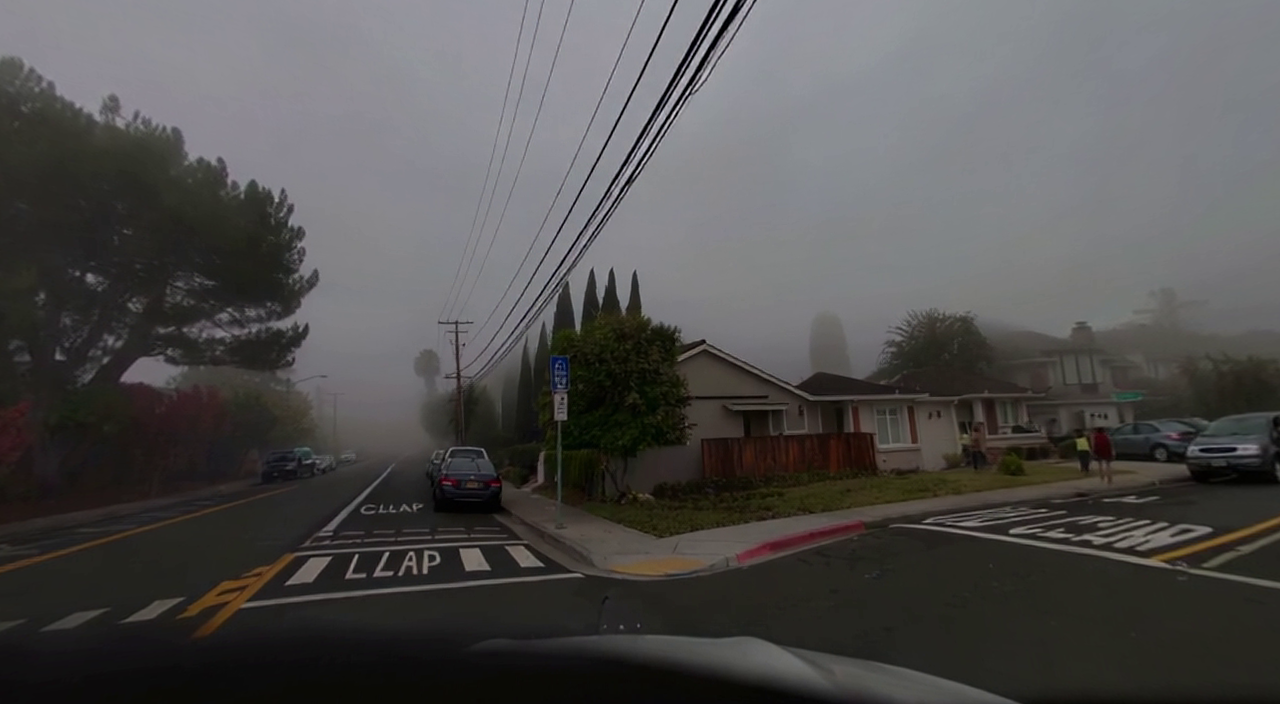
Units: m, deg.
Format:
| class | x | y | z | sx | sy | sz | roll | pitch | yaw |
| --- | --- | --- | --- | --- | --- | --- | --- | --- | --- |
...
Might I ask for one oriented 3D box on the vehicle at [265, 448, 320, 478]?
| class | x | y | z | sx | sy | sz | roll | pitch | yaw |
| --- | --- | --- | --- | --- | --- | --- | --- | --- | --- |
| vehicle | -22.063 | 7.017 | 40.320 | 2.203 | 1.787 | 4.704 | 3 | -9 | -19 |
